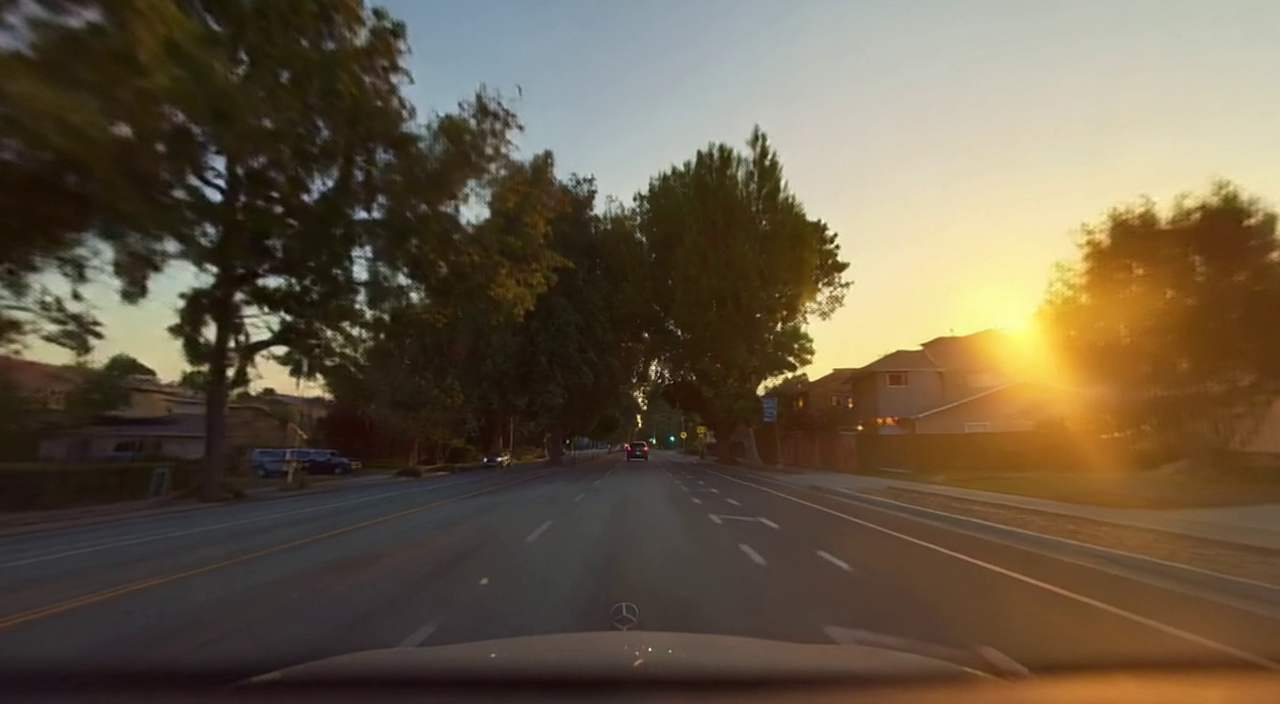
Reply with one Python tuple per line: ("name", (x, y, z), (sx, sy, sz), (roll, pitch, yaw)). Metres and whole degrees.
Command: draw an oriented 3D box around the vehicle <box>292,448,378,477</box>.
("vehicle", (-18.899, 6.851, 39.122), (4.170, 1.704, 2.174), (0, -9, 3))
